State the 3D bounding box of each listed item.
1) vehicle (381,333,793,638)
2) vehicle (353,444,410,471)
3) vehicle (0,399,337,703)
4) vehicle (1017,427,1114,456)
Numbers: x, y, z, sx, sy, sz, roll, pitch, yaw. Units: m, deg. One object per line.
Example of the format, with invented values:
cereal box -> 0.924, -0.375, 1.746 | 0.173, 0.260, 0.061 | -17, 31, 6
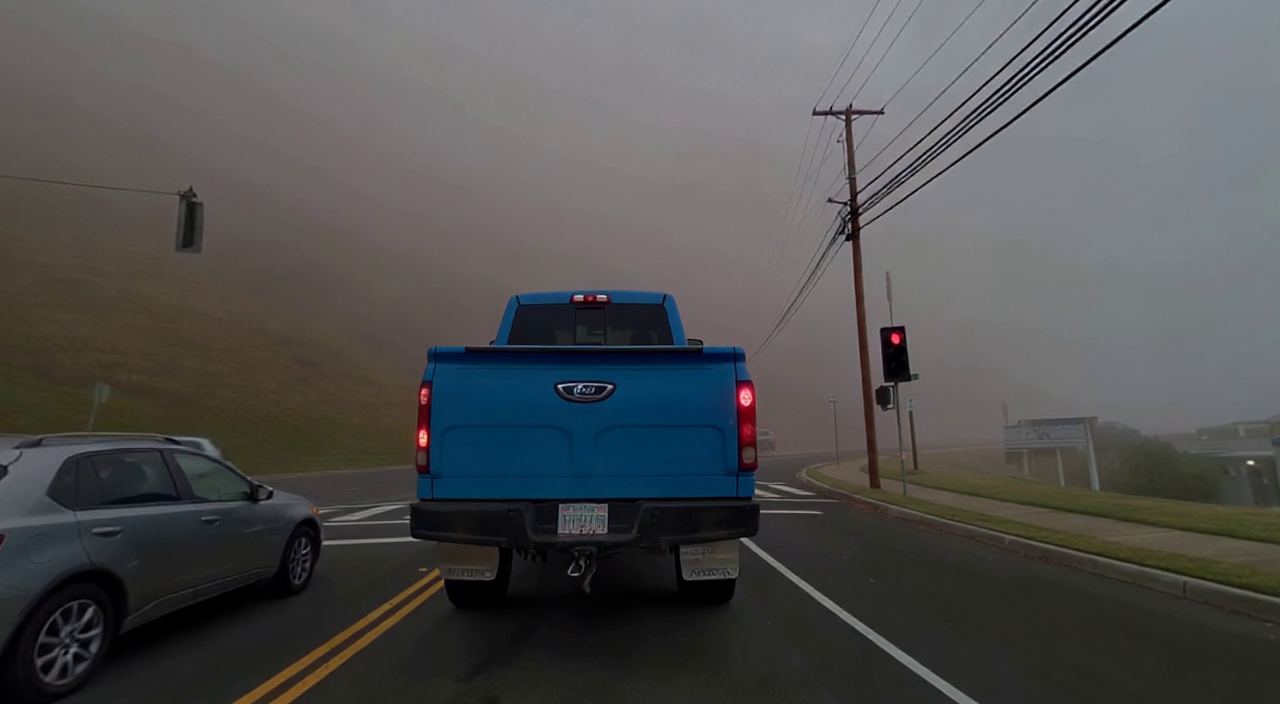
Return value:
vehicle -> -0.421, 1.323, 7.208 | 2.859, 2.144, 5.406 | 0, -9, -1
vehicle -> -17.111, 7.013, 41.916 | 2.133, 1.690, 4.331 | 0, -9, -3
vehicle -> -3.959, 1.189, 3.981 | 2.017, 1.555, 4.150 | -1, -9, 0
vehicle -> 25.572, 5.394, 37.922 | 4.419, 1.496, 1.854 | -2, -9, 1
